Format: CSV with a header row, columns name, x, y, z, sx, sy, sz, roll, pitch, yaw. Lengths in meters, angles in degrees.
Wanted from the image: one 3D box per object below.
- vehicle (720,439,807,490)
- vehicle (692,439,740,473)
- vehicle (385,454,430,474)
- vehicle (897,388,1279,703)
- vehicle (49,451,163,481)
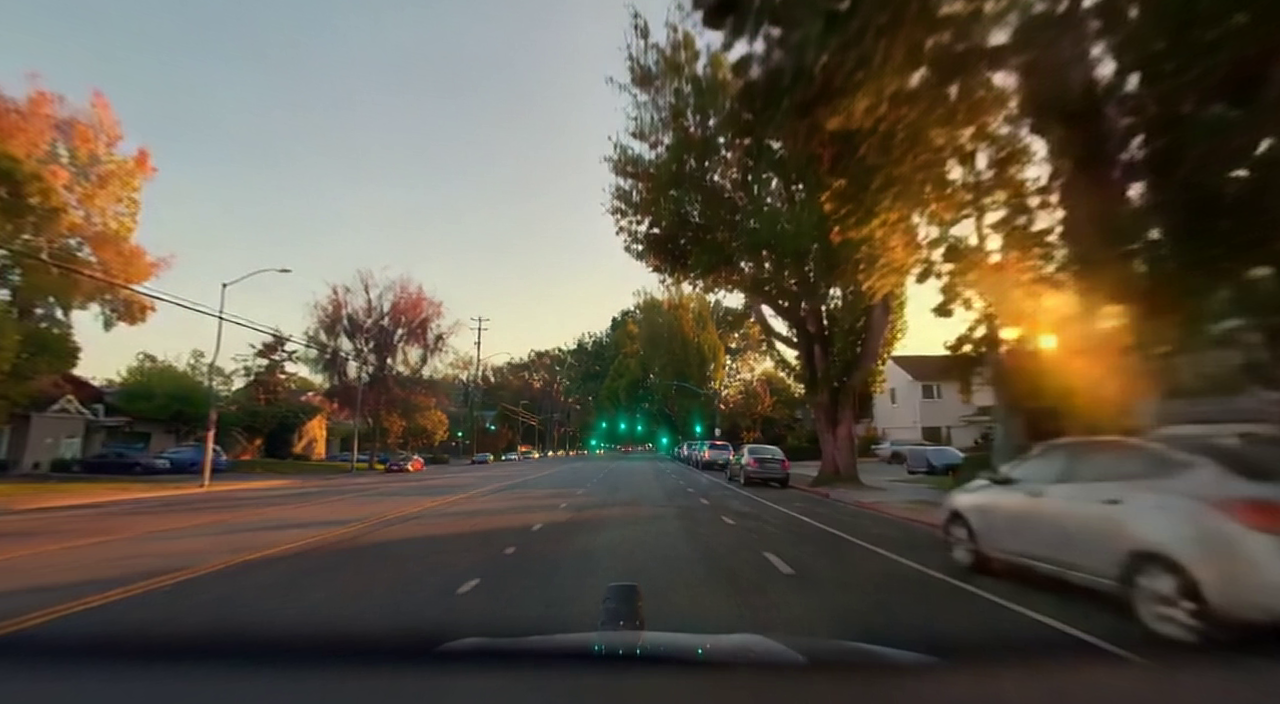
name,x,y,z,sx,sy,sz,roll,pitch,yaw
vehicle,4.507,4.190,23.925,2.154,1.718,4.980,0,-9,-2
vehicle,4.346,6.062,37.057,2.078,1.837,5.088,0,-9,-1
vehicle,-17.771,8.539,48.522,1.831,1.428,4.456,0,-9,0
vehicle,4.461,1.424,5.808,2.077,1.718,4.885,0,-9,-1
vehicle,-28.789,6.134,34.147,4.376,1.482,1.933,-1,-9,1
